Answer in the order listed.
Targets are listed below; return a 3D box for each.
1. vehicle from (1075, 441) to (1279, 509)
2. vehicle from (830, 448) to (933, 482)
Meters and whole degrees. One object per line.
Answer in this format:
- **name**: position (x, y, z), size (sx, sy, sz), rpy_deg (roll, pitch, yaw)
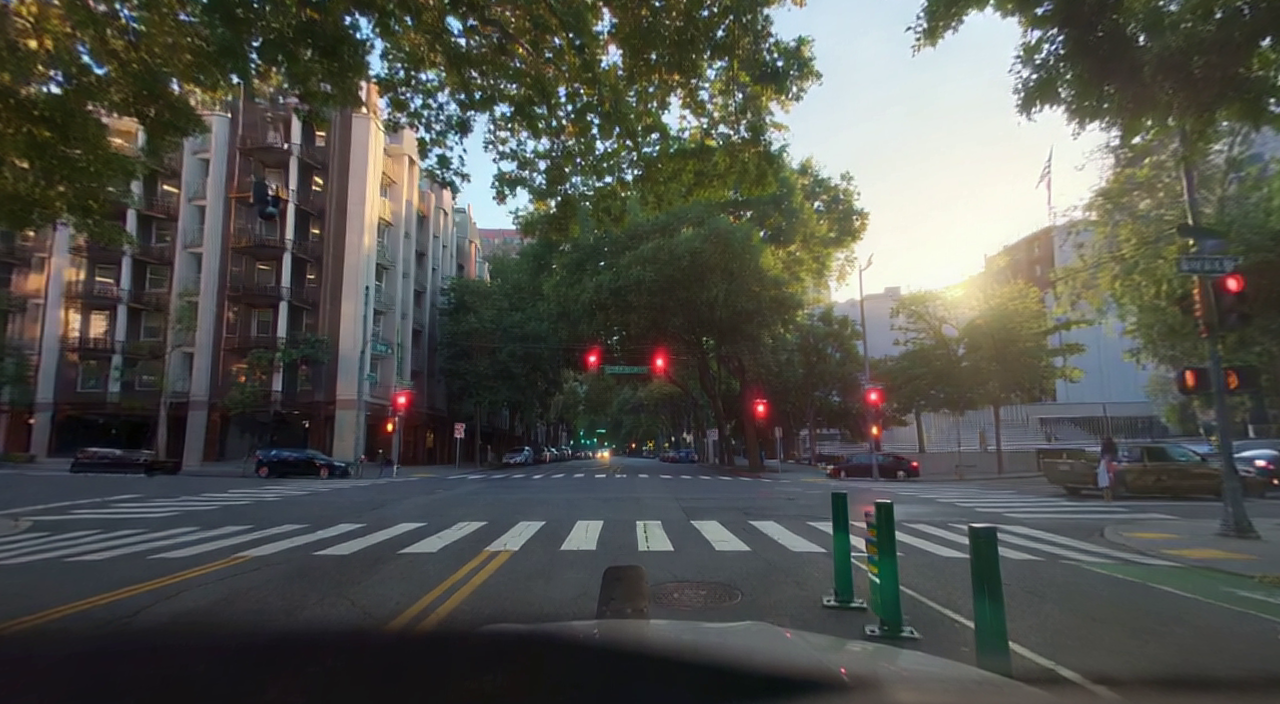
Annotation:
- **vehicle**: position (13.002, 2.790, 14.555), size (4.424, 1.436, 1.804), rpy_deg (0, -9, 5)
- **vehicle**: position (11.644, 5.473, 30.709), size (4.368, 1.522, 1.972), rpy_deg (-2, -9, 11)
